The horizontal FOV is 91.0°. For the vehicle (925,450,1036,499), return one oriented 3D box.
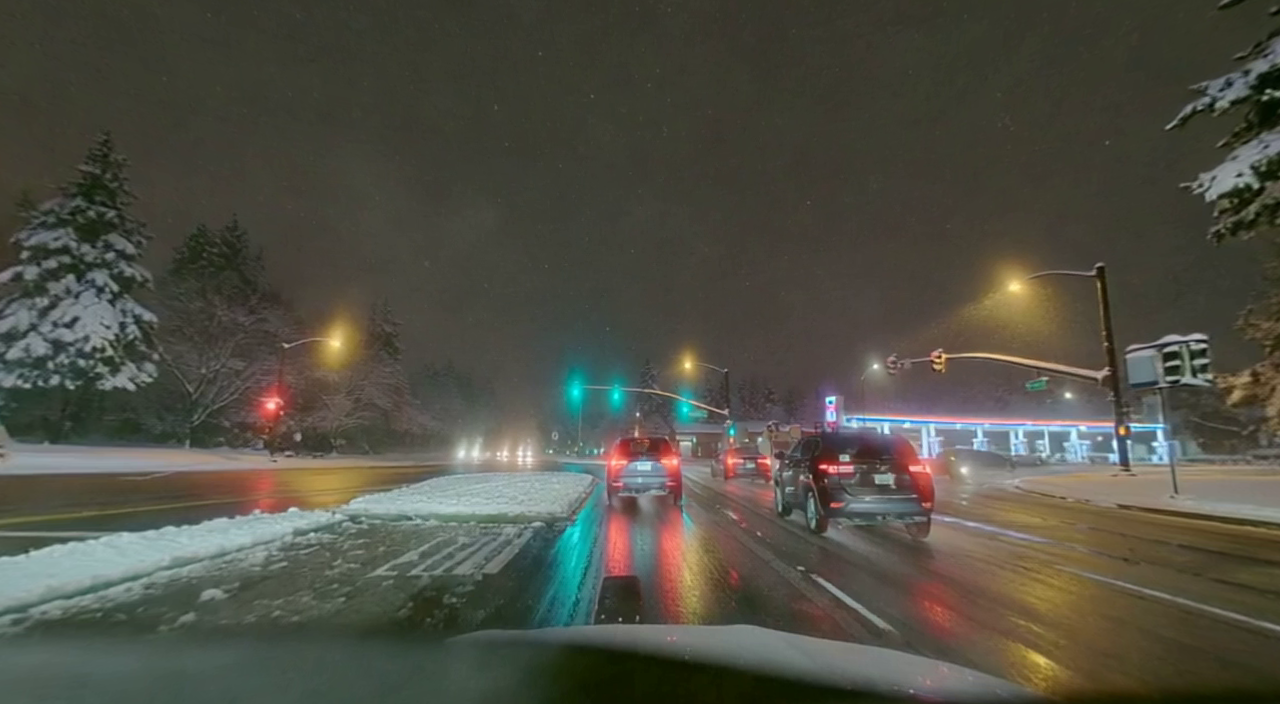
[{"bbox_3d":[11.859,4.261,22.319,2.057,1.473,4.462,-1,-9,10],"label":"vehicle"}]

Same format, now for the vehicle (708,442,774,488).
[{"bbox_3d":[3.756,4.249,24.033,1.800,1.592,3.658,0,-8,-2],"label":"vehicle"}]

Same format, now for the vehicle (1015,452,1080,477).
[{"bbox_3d":[27.448,7.531,42.297,4.636,1.542,2.096,6,-11,-37],"label":"vehicle"}]

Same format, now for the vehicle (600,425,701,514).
[{"bbox_3d":[0.200,2.705,14.988,2.051,1.798,4.168,0,-8,0],"label":"vehicle"}]

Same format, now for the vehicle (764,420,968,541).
[{"bbox_3d":[3.710,2.185,11.320,2.000,1.745,4.206,0,-8,-1],"label":"vehicle"}]
